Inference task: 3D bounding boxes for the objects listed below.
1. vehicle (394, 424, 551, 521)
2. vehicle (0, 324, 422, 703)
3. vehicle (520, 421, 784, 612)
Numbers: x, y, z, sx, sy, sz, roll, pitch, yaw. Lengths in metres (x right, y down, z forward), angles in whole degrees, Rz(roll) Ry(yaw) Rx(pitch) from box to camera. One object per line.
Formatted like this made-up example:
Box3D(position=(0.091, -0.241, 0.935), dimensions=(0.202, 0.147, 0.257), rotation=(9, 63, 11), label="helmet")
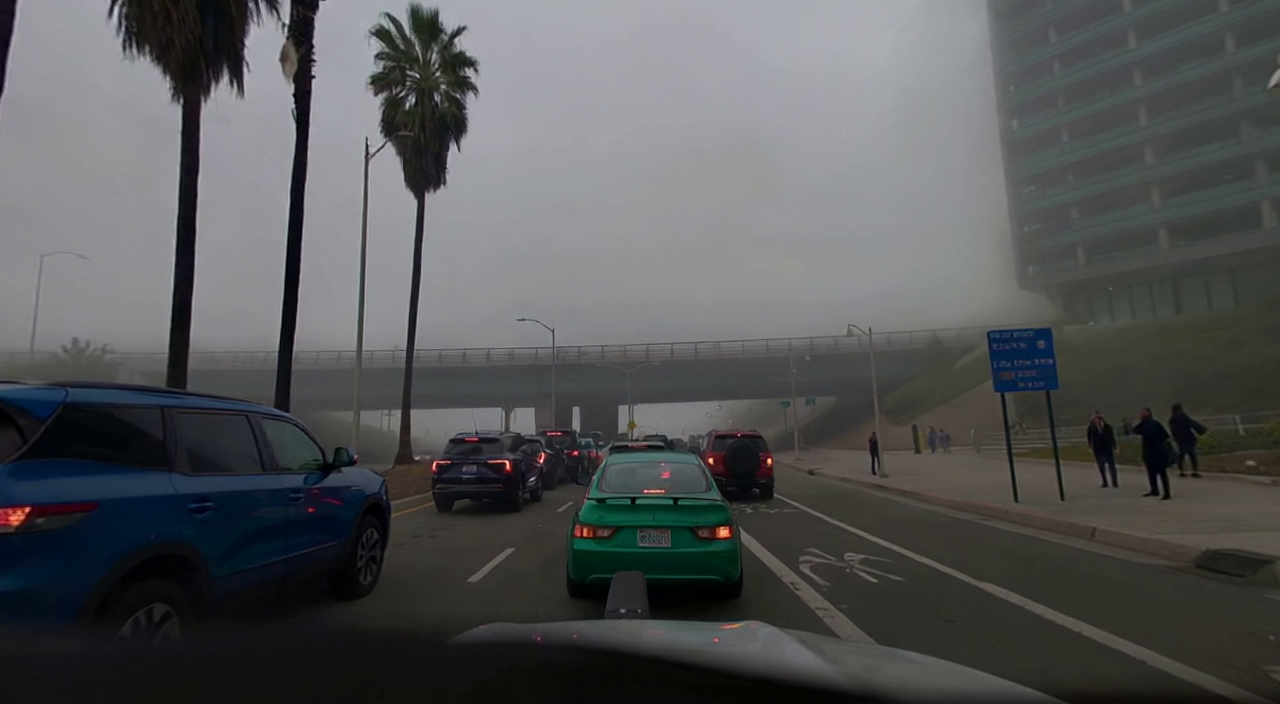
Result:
Box3D(position=(-3.180, 2.379, 12.943), dimensions=(1.955, 1.637, 4.032), rotation=(0, -8, 2), label="vehicle")
Box3D(position=(-3.268, 1.068, 4.195), dimensions=(2.014, 1.740, 4.359), rotation=(0, -8, 1), label="vehicle")
Box3D(position=(0.077, 1.586, 7.034), dimensions=(2.036, 1.461, 4.129), rotation=(0, -8, 0), label="vehicle")
